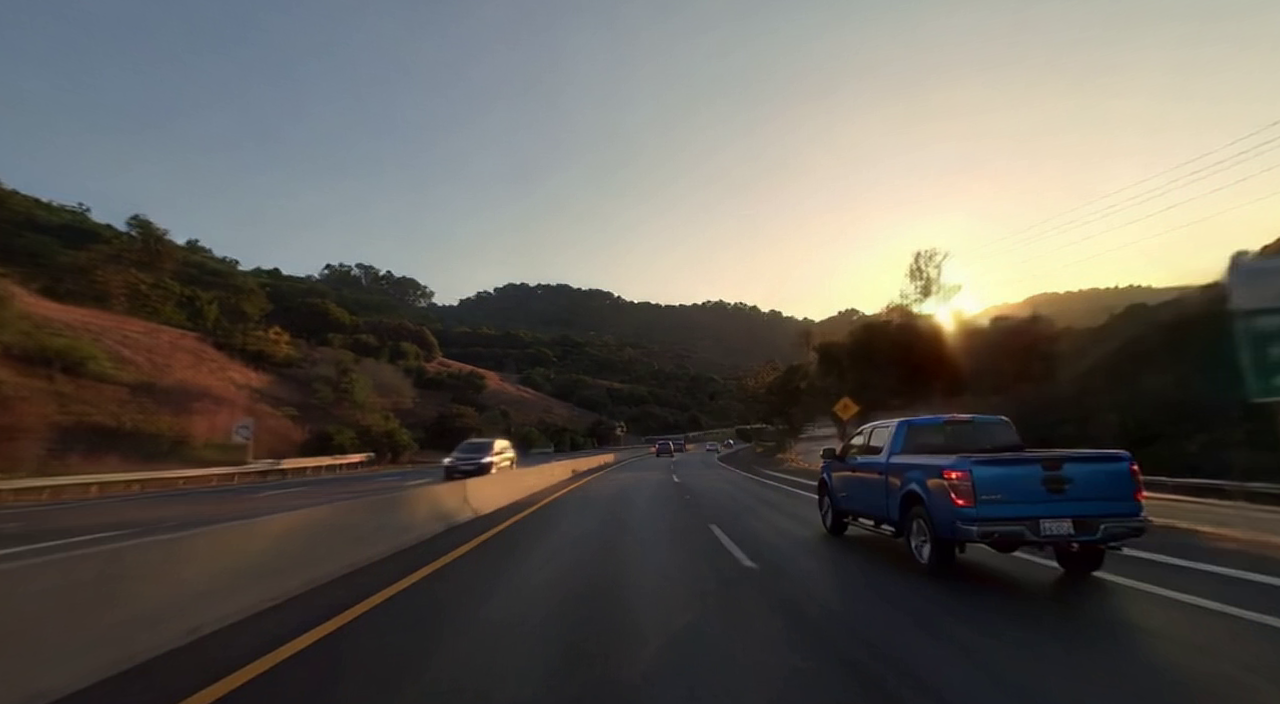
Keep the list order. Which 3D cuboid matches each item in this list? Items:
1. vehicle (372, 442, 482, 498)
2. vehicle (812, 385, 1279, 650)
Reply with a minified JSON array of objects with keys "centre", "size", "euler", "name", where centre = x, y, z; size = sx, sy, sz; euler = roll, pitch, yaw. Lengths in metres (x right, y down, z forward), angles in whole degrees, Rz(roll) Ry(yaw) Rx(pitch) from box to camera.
[{"centre":[-7.659,4.253,23.331],"size":[2.162,1.816,4.951],"euler":[-1,-9,2],"name":"vehicle"},{"centre":[3.545,1.450,6.620],"size":[2.151,1.744,4.709],"euler":[0,-9,0],"name":"vehicle"}]
